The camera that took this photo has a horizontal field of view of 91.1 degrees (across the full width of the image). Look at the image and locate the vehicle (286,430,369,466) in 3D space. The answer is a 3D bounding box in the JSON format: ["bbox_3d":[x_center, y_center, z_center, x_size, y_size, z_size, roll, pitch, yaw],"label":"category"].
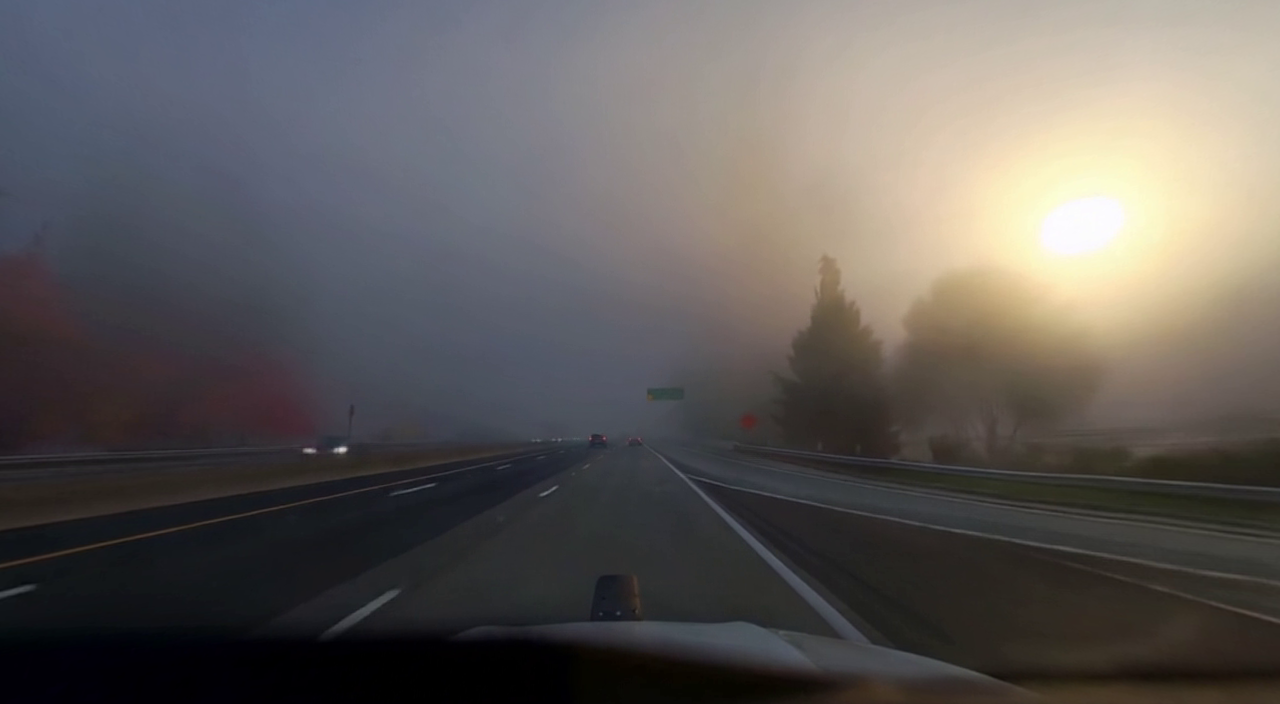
[{"bbox_3d":[-15.569,4.770,31.588,1.941,1.642,4.288,0,-8,0],"label":"vehicle"}]
